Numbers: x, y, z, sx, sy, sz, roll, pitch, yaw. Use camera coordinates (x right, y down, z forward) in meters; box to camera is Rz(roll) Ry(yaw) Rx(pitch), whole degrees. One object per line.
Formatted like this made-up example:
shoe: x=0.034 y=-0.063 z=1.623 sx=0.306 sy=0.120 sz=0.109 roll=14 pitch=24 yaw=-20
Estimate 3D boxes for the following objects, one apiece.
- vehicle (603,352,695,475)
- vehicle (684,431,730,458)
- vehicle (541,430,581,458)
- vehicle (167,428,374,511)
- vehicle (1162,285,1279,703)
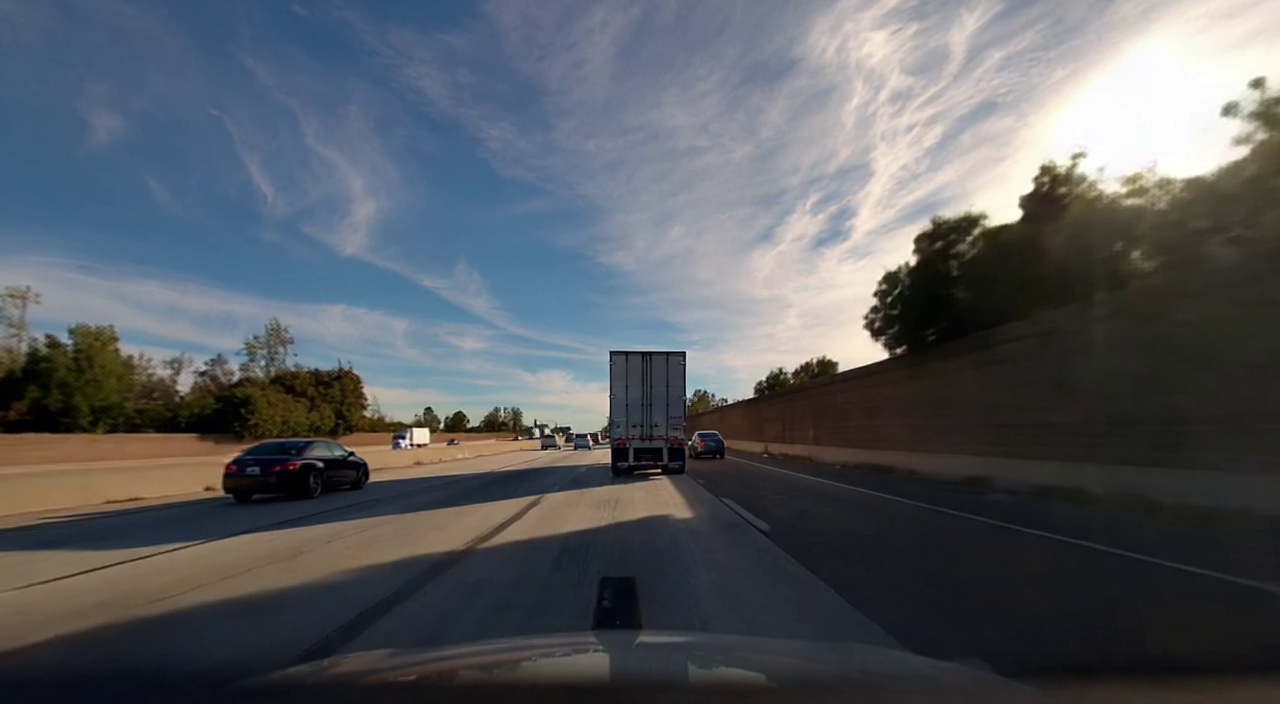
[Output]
vehicle: x=0.061 y=2.645 z=25.313 sx=2.904 sy=3.915 sz=10.473 roll=0 pitch=-8 yaw=-2
vehicle: x=3.920 y=5.507 z=37.682 sx=2.044 sy=1.508 sz=4.716 roll=0 pitch=-8 yaw=-2
vehicle: x=-5.001 y=5.877 z=40.370 sx=2.134 sy=1.650 sz=4.133 roll=0 pitch=-8 yaw=-1
vehicle: x=-7.651 y=2.434 z=13.585 sx=2.059 sy=1.500 sz=4.001 roll=0 pitch=-8 yaw=-1
vehicle: x=3.668 y=0.385 z=0.568 sx=2.118 sy=1.832 sz=4.901 roll=0 pitch=-8 yaw=-1
